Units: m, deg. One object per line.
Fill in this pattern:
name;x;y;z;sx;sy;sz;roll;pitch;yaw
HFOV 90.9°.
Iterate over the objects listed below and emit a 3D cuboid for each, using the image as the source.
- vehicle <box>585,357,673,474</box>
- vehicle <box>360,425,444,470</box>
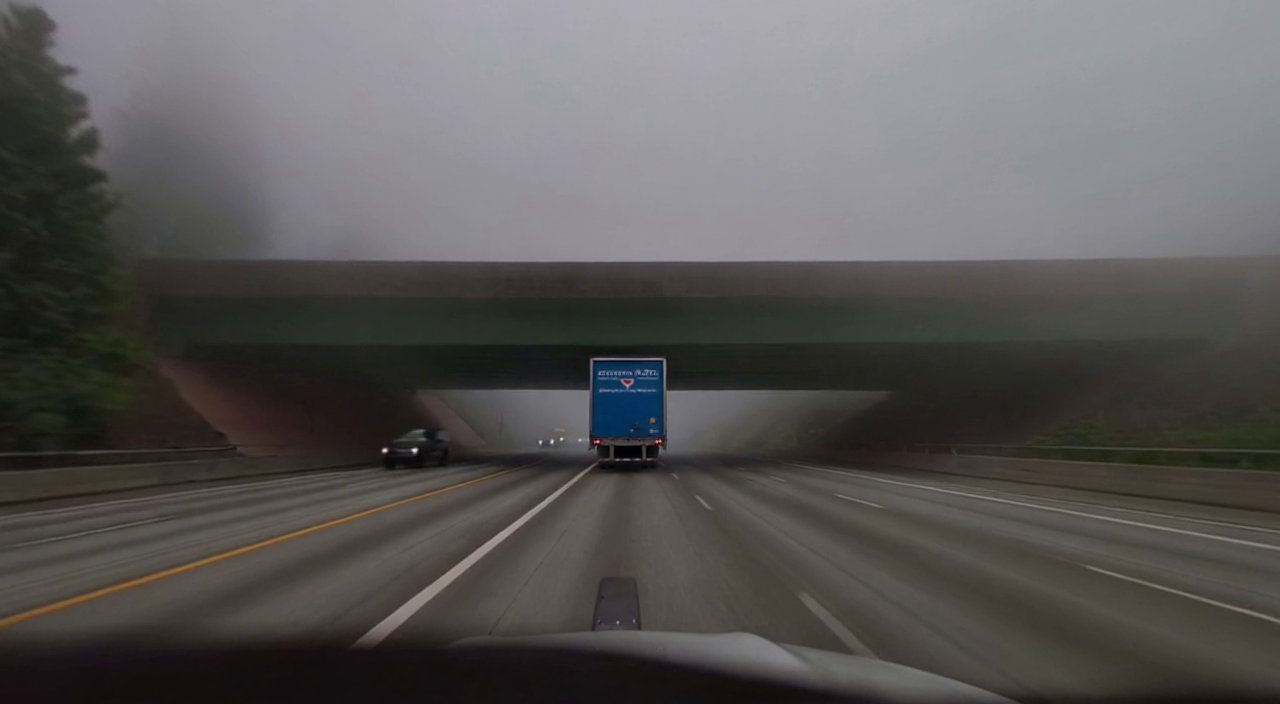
vehicle;-0.604;2.772;26.192;2.895;3.861;10.213;0;-8;-3
vehicle;-8.812;3.560;23.626;1.828;1.533;3.432;0;-8;0
